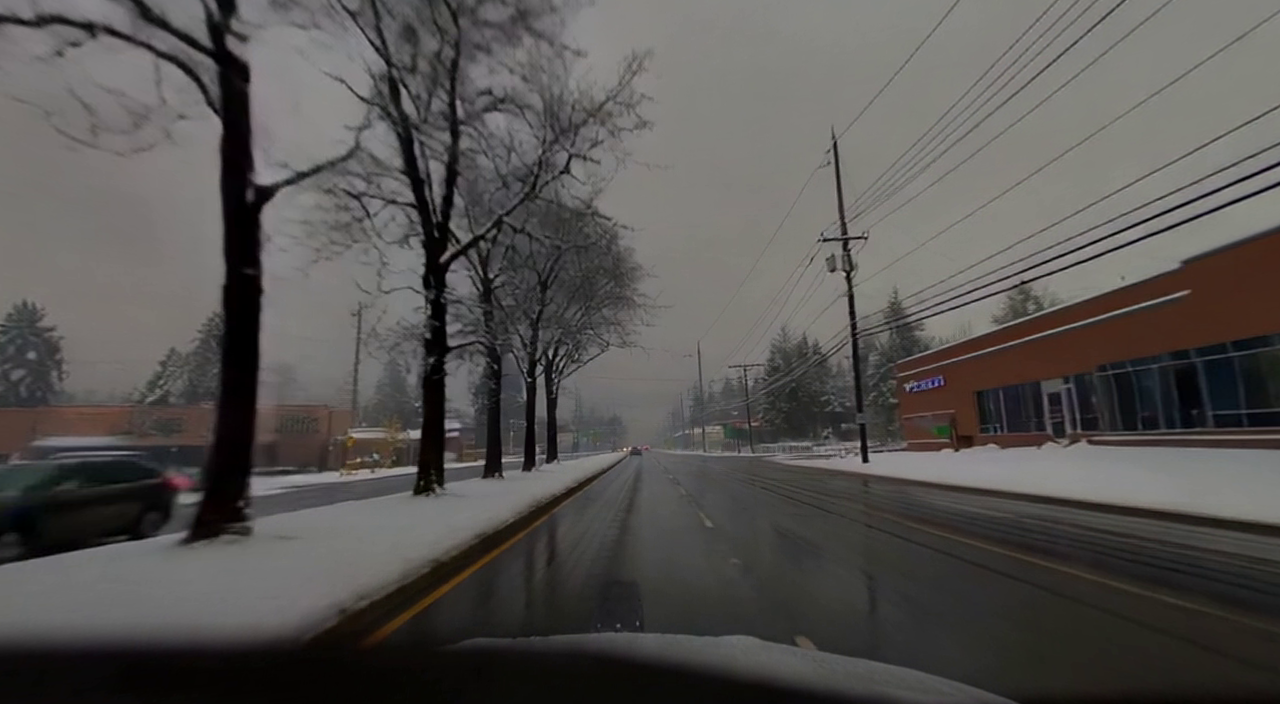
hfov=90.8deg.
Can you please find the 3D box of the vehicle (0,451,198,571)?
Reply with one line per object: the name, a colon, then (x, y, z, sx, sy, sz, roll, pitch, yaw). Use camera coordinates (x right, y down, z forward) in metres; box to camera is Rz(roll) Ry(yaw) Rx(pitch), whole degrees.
vehicle: (-9.183, 2.250, 9.325, 1.900, 1.488, 4.675, 0, -8, 0)
